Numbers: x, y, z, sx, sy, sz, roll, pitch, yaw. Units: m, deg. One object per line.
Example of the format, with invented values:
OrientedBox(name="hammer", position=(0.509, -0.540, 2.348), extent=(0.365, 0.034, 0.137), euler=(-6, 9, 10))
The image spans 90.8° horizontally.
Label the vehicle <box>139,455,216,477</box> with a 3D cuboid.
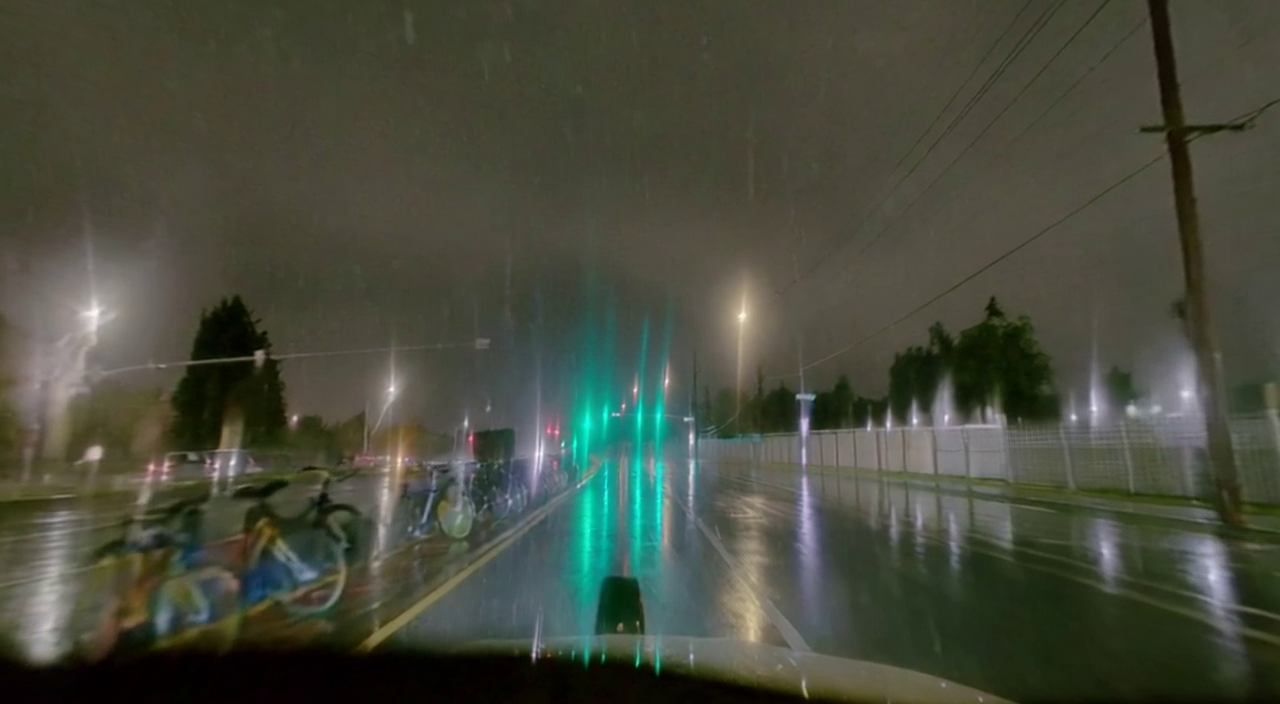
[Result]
OrientedBox(name="vehicle", position=(-33.054, 8.160, 45.216), extent=(4.108, 1.480, 1.800), euler=(0, -9, 1))
